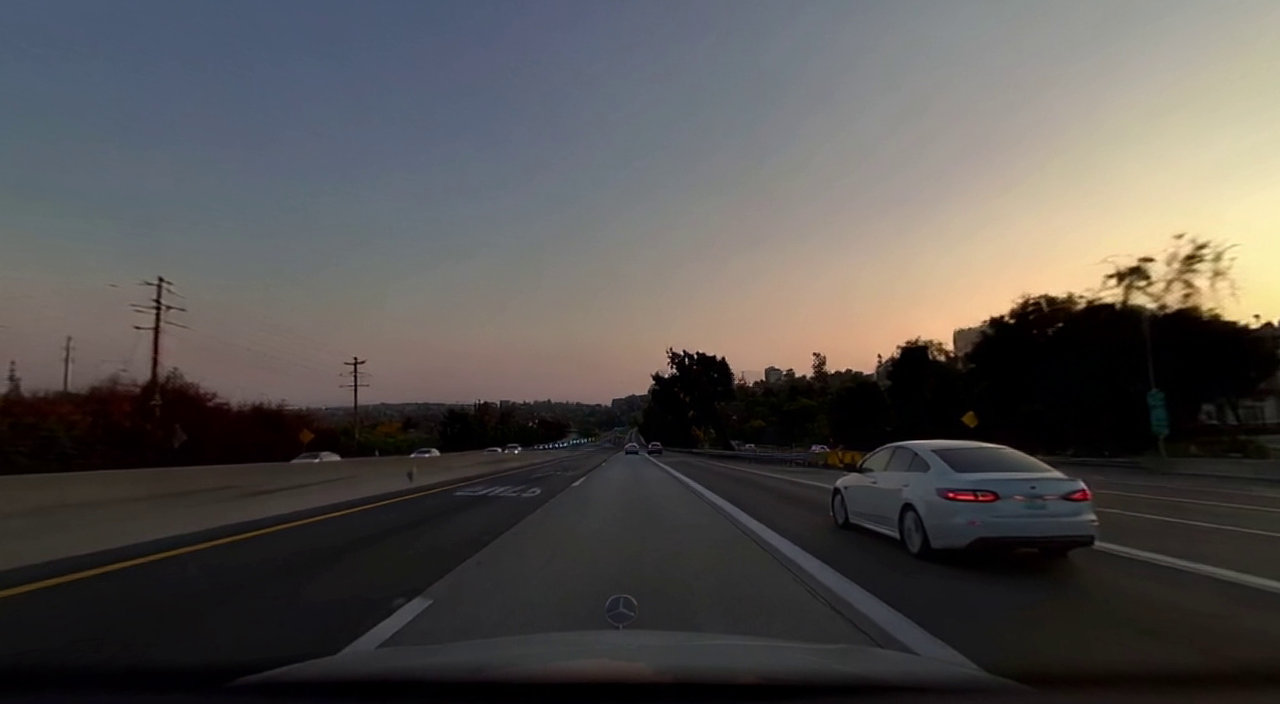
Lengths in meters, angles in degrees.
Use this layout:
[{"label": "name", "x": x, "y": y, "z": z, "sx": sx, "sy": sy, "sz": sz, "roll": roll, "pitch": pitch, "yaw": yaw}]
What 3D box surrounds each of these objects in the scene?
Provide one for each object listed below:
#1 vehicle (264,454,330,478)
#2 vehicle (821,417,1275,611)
[{"label": "vehicle", "x": -21.832, "y": 7.251, "z": 40.409, "sx": 1.793, "sy": 1.404, "sz": 4.288, "roll": 1, "pitch": -9, "yaw": -1}, {"label": "vehicle", "x": 3.861, "y": 1.614, "z": 7.350, "sx": 2.018, "sy": 1.477, "sz": 4.800, "roll": 0, "pitch": -9, "yaw": -1}]
